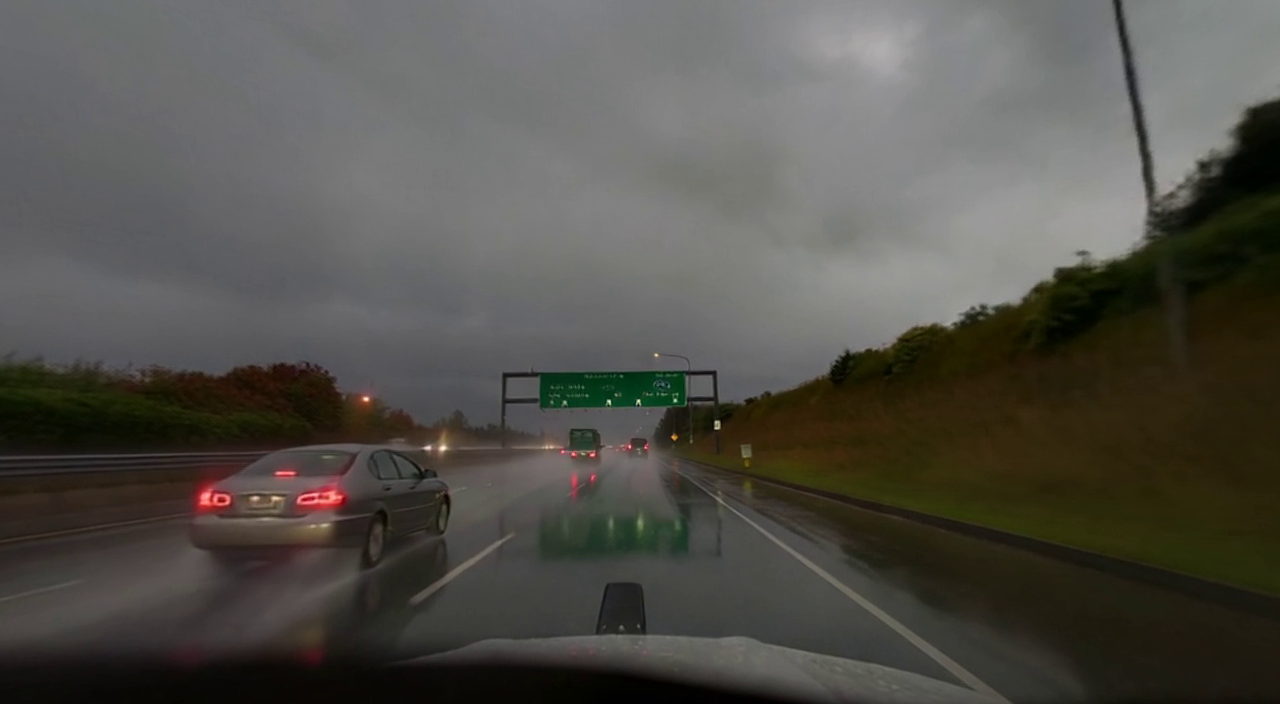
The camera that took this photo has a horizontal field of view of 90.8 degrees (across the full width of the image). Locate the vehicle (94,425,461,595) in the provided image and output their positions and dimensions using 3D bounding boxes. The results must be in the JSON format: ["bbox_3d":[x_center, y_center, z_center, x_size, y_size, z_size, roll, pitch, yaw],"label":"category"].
[{"bbox_3d":[-3.652,1.653,7.383,1.924,1.436,3.915,0,-9,0],"label":"vehicle"}]

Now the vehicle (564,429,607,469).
[{"bbox_3d":[-3.536,6.477,42.238,2.290,2.453,5.561,0,-9,1],"label":"vehicle"}]
